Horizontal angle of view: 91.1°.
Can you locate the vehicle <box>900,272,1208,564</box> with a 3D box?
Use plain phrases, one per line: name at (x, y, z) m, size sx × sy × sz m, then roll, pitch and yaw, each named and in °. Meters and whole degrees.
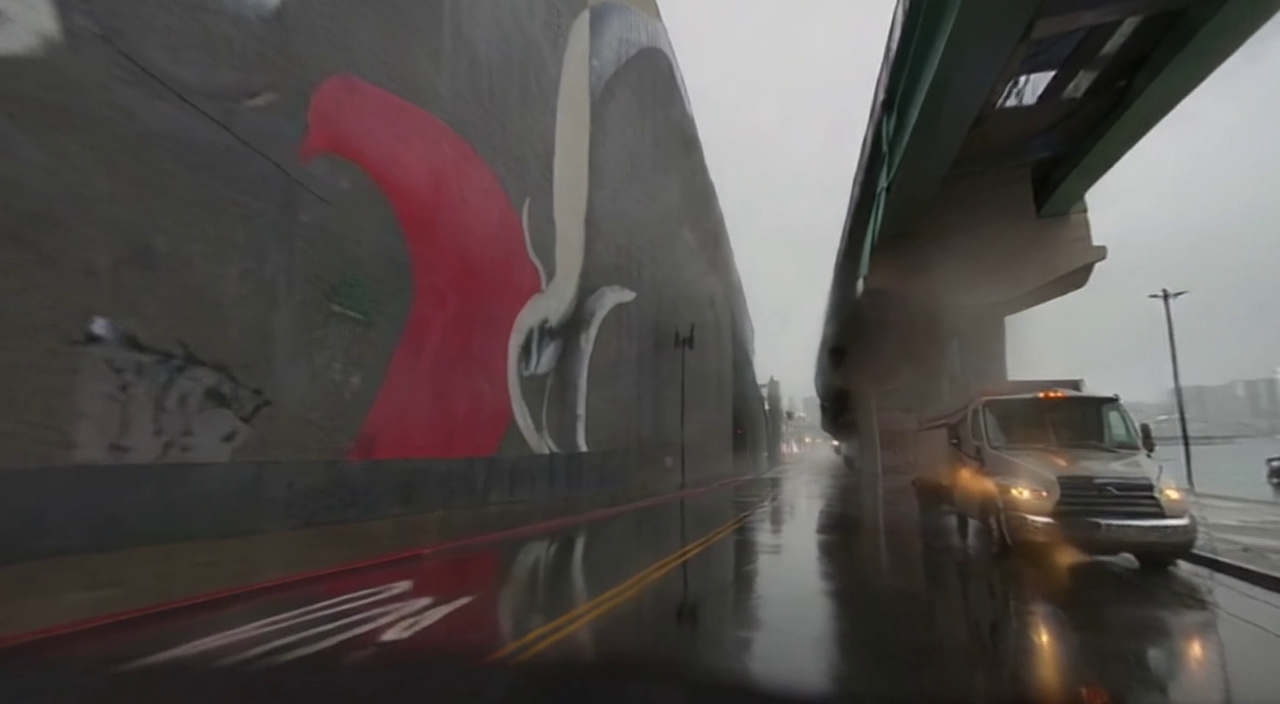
vehicle at (7.487, 1.533, 13.246) m, size 2.849 × 3.893 × 9.347 m, roll -3°, pitch -9°, yaw 18°
